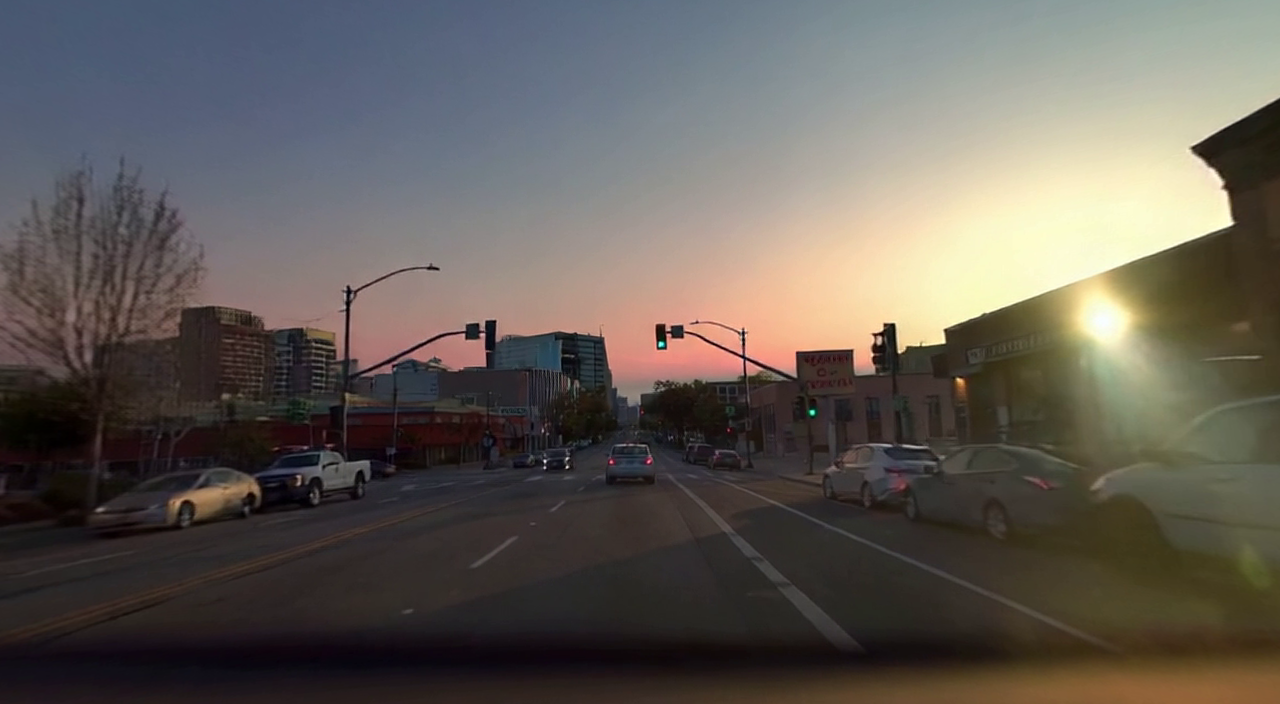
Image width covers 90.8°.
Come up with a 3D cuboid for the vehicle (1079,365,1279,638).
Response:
[{"bbox_3d":[5.778,1.021,4.156,2.201,1.972,4.845,0,-9,-1],"label":"vehicle"}]

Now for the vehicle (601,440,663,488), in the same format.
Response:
[{"bbox_3d":[-0.275,4.098,23.416,2.086,1.575,4.205,0,-8,0],"label":"vehicle"}]

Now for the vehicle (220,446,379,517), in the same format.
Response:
[{"bbox_3d":[-11.327,4.295,21.735,2.240,2.052,5.872,0,-8,0],"label":"vehicle"}]

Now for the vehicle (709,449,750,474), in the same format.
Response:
[{"bbox_3d":[5.713,7.023,40.886,1.859,1.470,4.476,0,-8,-1],"label":"vehicle"}]

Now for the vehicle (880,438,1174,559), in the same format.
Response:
[{"bbox_3d":[5.714,2.173,10.173,1.891,1.489,4.344,0,-9,-2],"label":"vehicle"}]

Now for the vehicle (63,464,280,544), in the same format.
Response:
[{"bbox_3d":[-11.075,3.566,15.484,1.868,1.502,4.626,0,-8,-2],"label":"vehicle"}]

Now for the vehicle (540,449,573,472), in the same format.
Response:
[{"bbox_3d":[-6.437,8.356,48.877,1.918,1.679,4.209,0,-9,1],"label":"vehicle"}]
